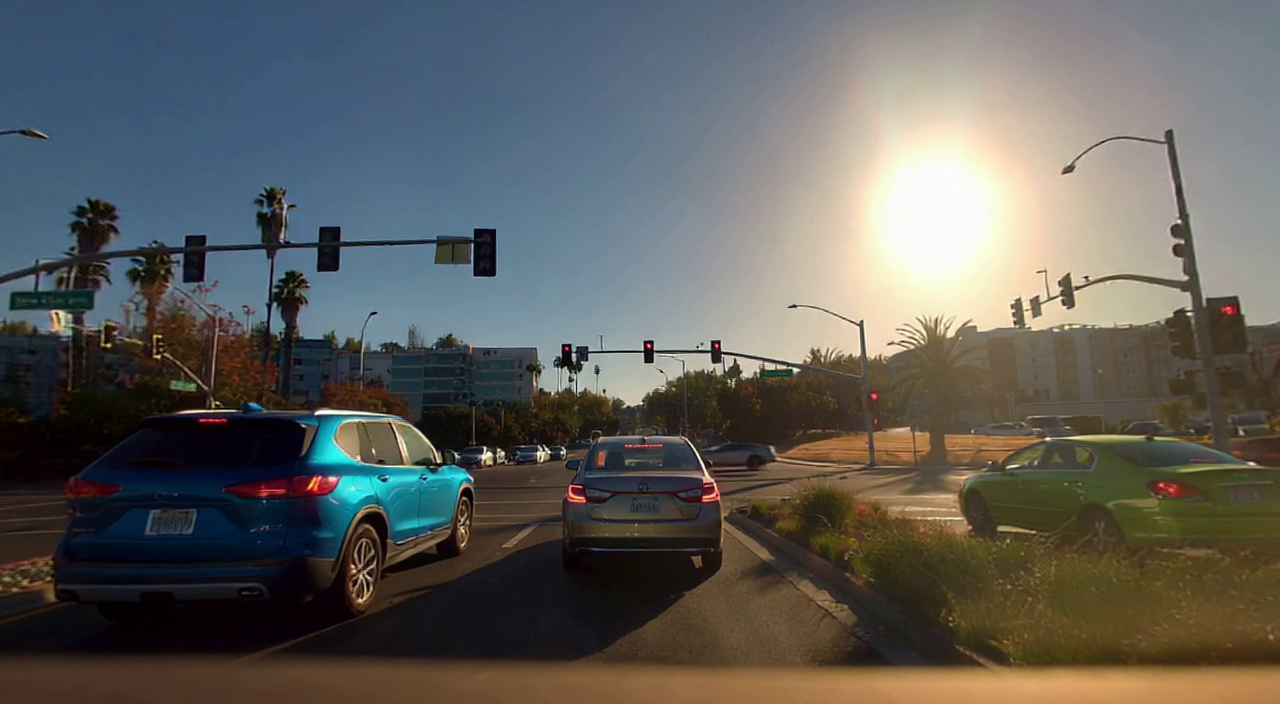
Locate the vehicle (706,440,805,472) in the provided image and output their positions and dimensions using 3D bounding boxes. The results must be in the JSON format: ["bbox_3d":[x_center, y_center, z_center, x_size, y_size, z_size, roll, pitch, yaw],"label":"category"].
[{"bbox_3d":[5.823,5.299,32.262,4.705,1.560,1.887,0,-8,0],"label":"vehicle"}]

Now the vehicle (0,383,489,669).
[{"bbox_3d":[-3.100,1.363,6.071,2.051,1.682,4.467,0,-8,2],"label":"vehicle"}]

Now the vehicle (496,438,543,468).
[{"bbox_3d":[-7.937,6.698,42.041,2.130,1.810,4.450,-2,-8,1],"label":"vehicle"}]

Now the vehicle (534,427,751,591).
[{"bbox_3d":[-0.004,1.705,7.718,1.942,1.445,3.973,0,-8,-1],"label":"vehicle"}]

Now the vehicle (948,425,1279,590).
[{"bbox_3d":[6.087,1.760,8.096,1.970,1.489,4.482,0,-8,-1],"label":"vehicle"}]
